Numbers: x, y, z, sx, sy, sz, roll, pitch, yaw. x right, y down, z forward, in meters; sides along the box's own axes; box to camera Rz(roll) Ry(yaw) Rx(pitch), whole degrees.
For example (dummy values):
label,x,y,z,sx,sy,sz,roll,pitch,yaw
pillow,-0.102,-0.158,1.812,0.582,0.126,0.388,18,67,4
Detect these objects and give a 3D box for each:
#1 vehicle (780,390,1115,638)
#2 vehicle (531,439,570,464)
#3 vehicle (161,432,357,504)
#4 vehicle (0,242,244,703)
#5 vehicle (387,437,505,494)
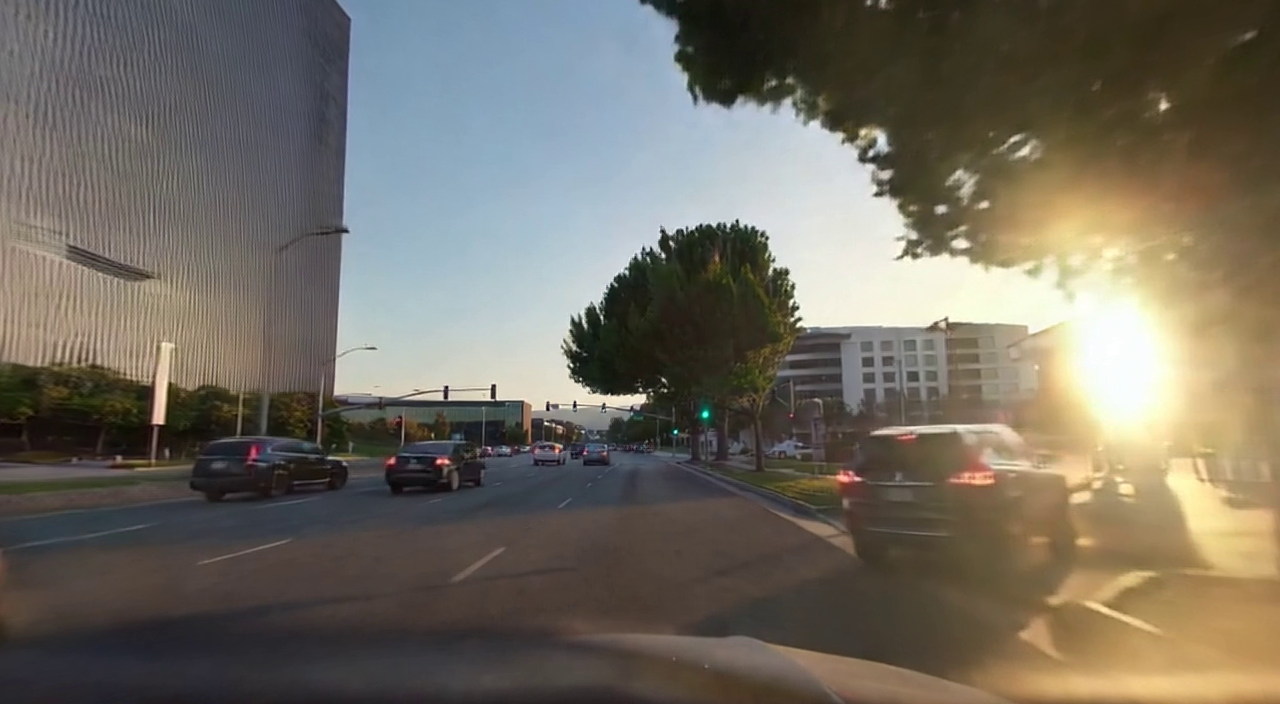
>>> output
label,x,y,z,sx,sy,sz,roll,pitch,yaw
vehicle,3.670,1.509,7.006,2.169,1.751,4.613,-7,-11,39
vehicle,-6.270,7.030,44.586,2.018,1.658,4.391,0,-8,1
vehicle,-9.360,2.876,16.106,1.965,1.541,4.718,0,-8,1
vehicle,-3.952,0.355,0.778,2.602,2.091,6.347,-1,-8,2
vehicle,-5.603,3.325,18.892,1.900,1.473,4.425,-1,-8,4
